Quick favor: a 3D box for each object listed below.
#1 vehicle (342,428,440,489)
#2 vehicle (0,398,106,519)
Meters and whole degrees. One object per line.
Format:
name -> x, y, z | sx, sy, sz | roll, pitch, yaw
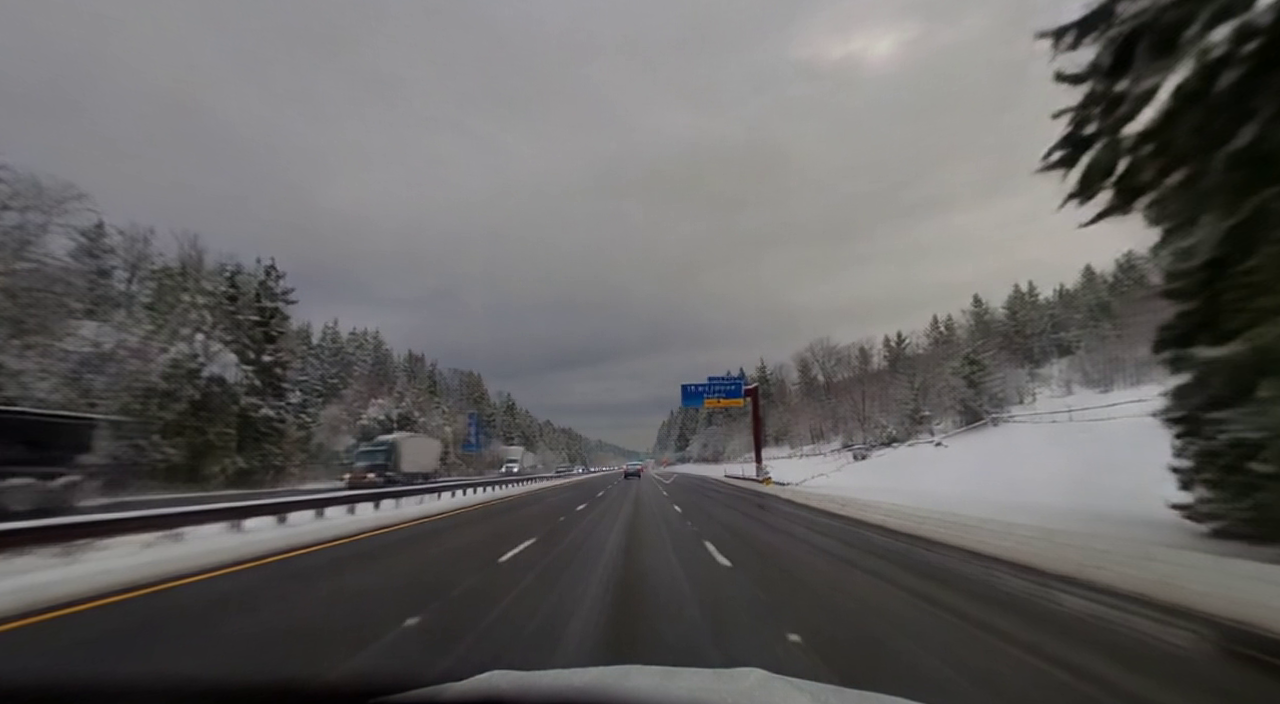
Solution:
vehicle -> -17.203, 7.582, 44.515 | 3.012, 3.794, 9.302 | 1, -11, 0
vehicle -> -17.137, 2.434, 14.530 | 2.842, 2.917, 7.530 | 0, -11, 1
